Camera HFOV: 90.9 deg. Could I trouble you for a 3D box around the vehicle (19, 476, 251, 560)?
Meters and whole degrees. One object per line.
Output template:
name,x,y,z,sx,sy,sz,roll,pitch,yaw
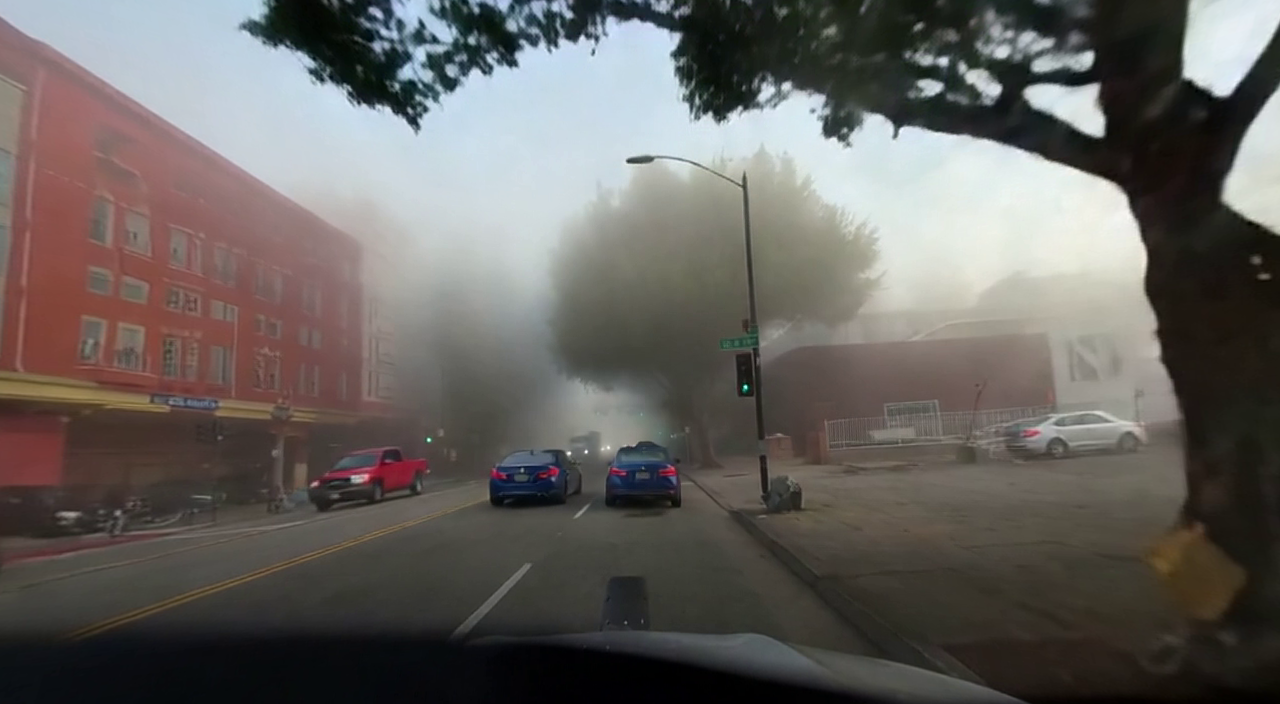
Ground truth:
vehicle,-11.728,3.833,15.164,1.861,1.476,4.479,0,-9,0

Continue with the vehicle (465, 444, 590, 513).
vehicle,-2.538,2.998,15.611,2.099,1.424,4.843,0,-8,1

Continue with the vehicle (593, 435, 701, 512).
vehicle,0.153,2.658,14.252,2.094,1.478,3.922,0,-8,0

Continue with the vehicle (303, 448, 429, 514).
vehicle,-8.388,3.927,19.808,1.931,1.803,4.420,0,-8,0

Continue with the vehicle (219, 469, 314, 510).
vehicle,-17.280,6.277,29.081,4.584,1.504,2.124,-6,-10,38
